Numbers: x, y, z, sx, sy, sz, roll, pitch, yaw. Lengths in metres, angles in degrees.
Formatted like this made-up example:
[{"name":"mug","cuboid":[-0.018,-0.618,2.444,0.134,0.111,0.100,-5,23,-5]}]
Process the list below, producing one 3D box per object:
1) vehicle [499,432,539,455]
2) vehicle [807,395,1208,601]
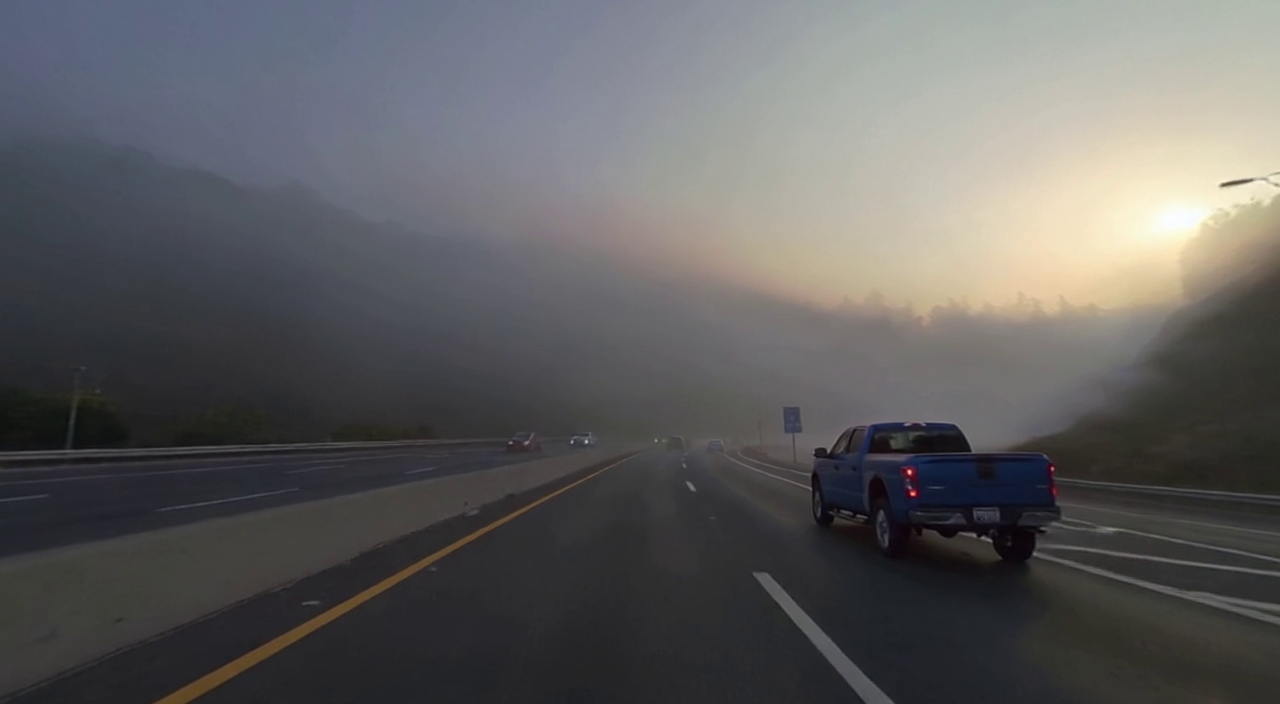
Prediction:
[{"name":"vehicle","cuboid":[-9.314,7.062,48.791,1.970,1.629,4.136,-1,-8,5]},{"name":"vehicle","cuboid":[3.784,1.591,7.850,2.151,1.744,4.709,0,-8,0]}]
